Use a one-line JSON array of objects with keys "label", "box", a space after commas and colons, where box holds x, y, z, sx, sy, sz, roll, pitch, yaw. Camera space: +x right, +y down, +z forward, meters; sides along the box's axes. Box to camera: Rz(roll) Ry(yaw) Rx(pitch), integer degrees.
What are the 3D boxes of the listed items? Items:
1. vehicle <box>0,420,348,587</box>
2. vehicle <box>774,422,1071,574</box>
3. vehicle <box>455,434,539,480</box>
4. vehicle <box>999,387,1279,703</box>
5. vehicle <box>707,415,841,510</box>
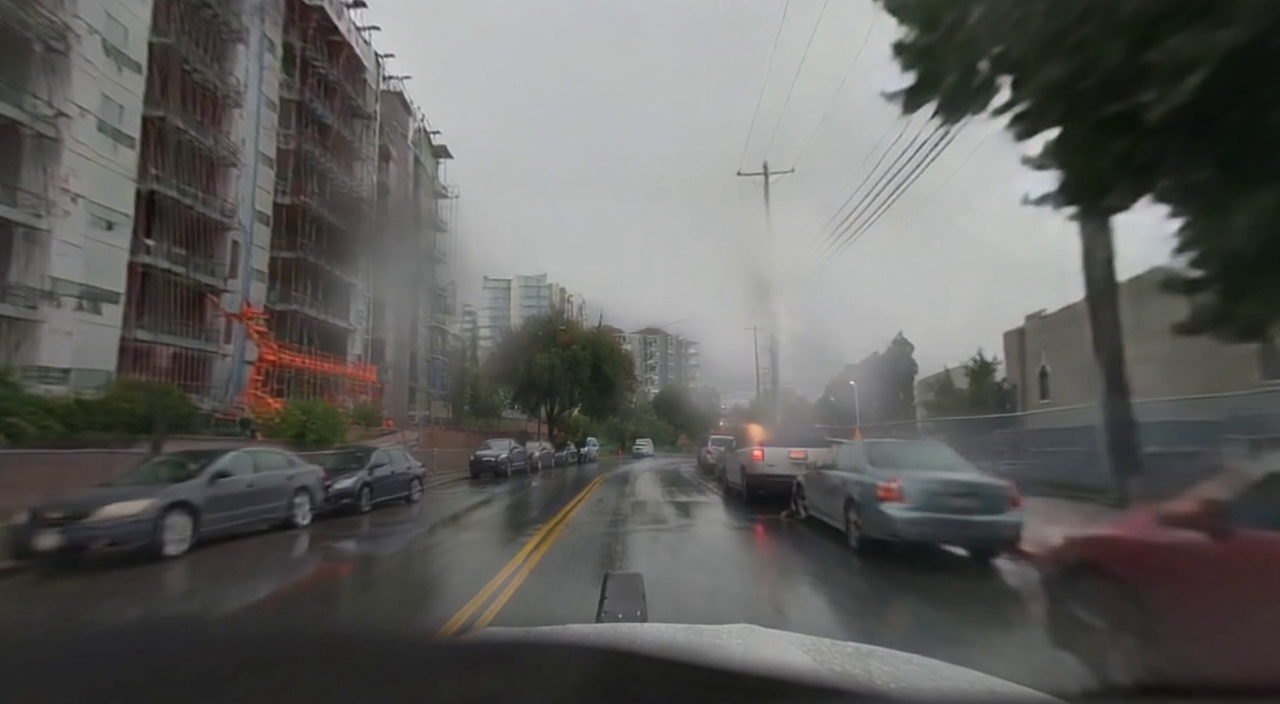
[{"label": "vehicle", "box": [-6.238, 1.974, 8.700, 1.996, 1.578, 4.806, -4, -11, 2]}, {"label": "vehicle", "box": [3.560, 1.921, 9.269, 2.017, 1.600, 4.965, 0, -8, -1]}, {"label": "vehicle", "box": [-6.435, 4.786, 29.091, 2.194, 1.861, 5.725, 0, -8, 4]}, {"label": "vehicle", "box": [3.642, 0.877, 2.080, 1.976, 1.588, 4.968, 0, -8, 0]}, {"label": "vehicle", "box": [2.935, 2.559, 14.983, 2.000, 1.871, 4.797, 1, -8, -2]}]
